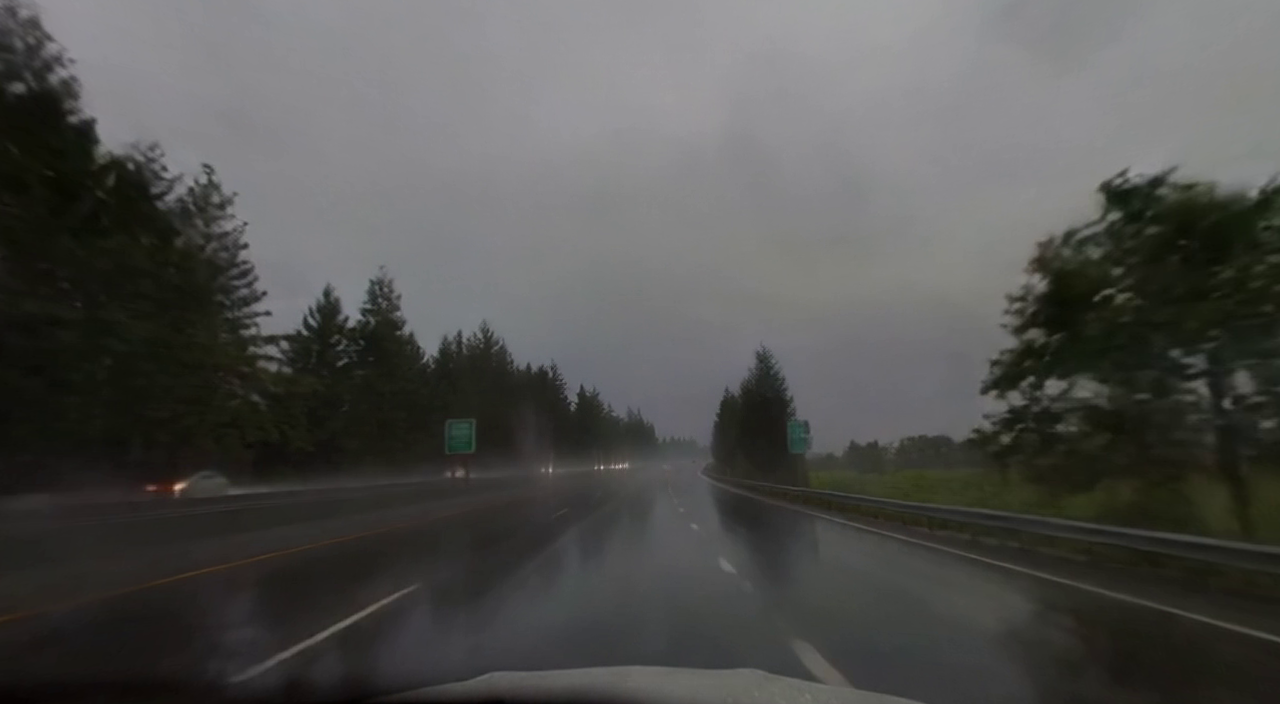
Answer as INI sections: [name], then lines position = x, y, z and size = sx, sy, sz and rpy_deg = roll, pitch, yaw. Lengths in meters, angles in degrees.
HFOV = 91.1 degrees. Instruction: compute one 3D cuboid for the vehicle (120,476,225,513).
[vehicle]
position = -20.962, 6.386, 28.359
size = 1.694, 1.432, 3.833
rpy_deg = 1, -11, 1
